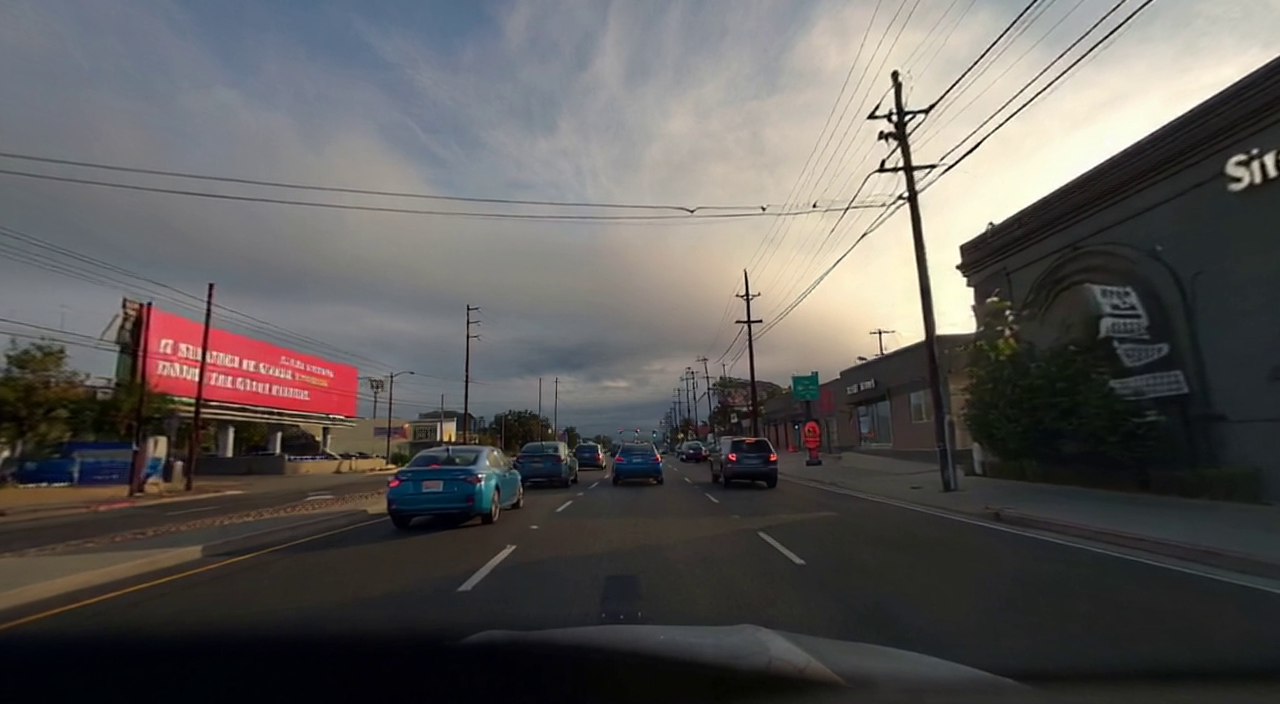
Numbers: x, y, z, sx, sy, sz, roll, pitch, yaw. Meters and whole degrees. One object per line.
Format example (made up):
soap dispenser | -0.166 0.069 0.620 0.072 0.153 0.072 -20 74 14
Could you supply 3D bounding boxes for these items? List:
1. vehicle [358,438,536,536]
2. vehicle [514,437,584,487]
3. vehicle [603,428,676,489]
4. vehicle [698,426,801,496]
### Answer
vehicle | -3.384 2.431 12.152 2.022 1.498 4.471 0 -8 0
vehicle | -3.279 4.044 23.605 2.051 1.671 3.861 0 -8 0
vehicle | -0.041 3.737 22.511 2.326 1.925 4.253 0 -8 0
vehicle | 3.279 3.384 20.064 2.282 1.897 4.915 0 -8 -1
